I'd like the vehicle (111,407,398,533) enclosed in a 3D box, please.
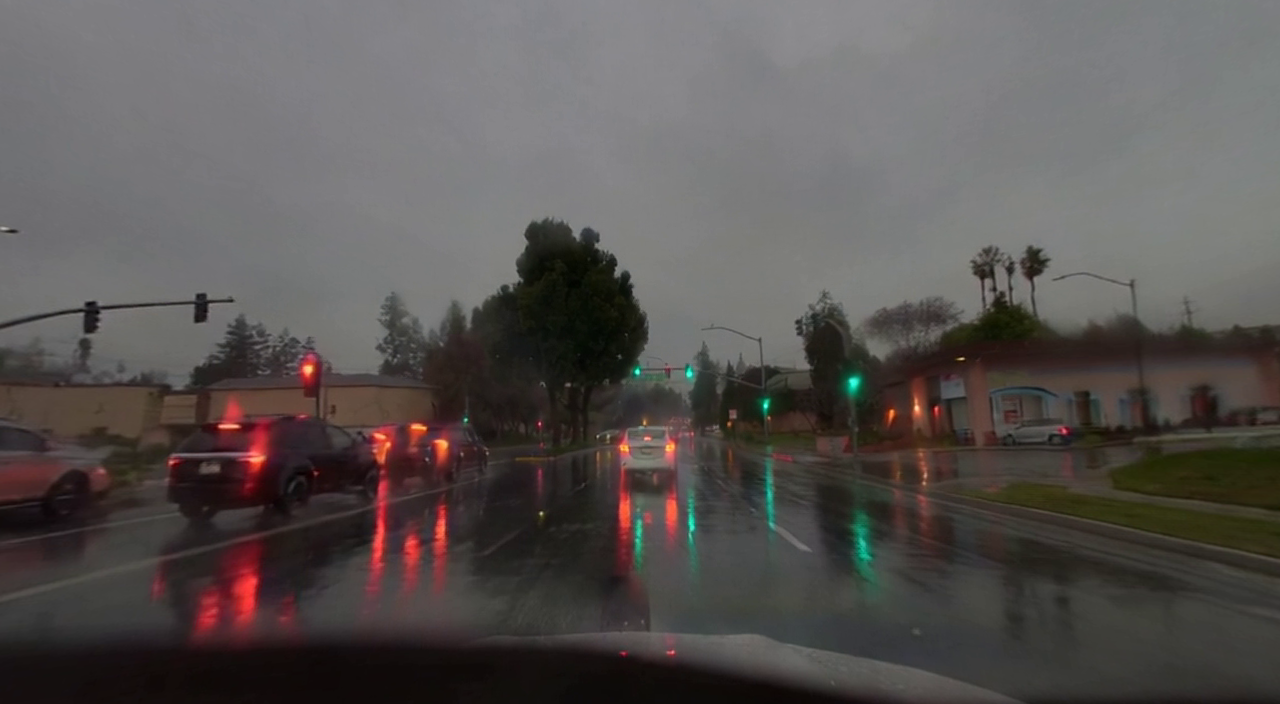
[{"bbox_3d":[-6.737,2.113,11.935,2.111,1.864,4.932,0,-8,3],"label":"vehicle"}]

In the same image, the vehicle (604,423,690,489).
[{"bbox_3d":[0.245,2.925,17.994,2.197,1.682,3.642,0,-8,2],"label":"vehicle"}]

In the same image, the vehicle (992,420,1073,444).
[{"bbox_3d":[25.835,5.301,41.660,1.514,1.408,4.232,-1,-6,-28],"label":"vehicle"}]

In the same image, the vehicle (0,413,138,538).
[{"bbox_3d":[-10.377,1.824,9.371,2.051,1.801,4.370,0,-8,2],"label":"vehicle"}]

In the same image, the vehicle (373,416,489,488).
[{"bbox_3d":[-6.594,3.237,20.655,2.316,2.014,5.215,-1,-8,-3],"label":"vehicle"}]
